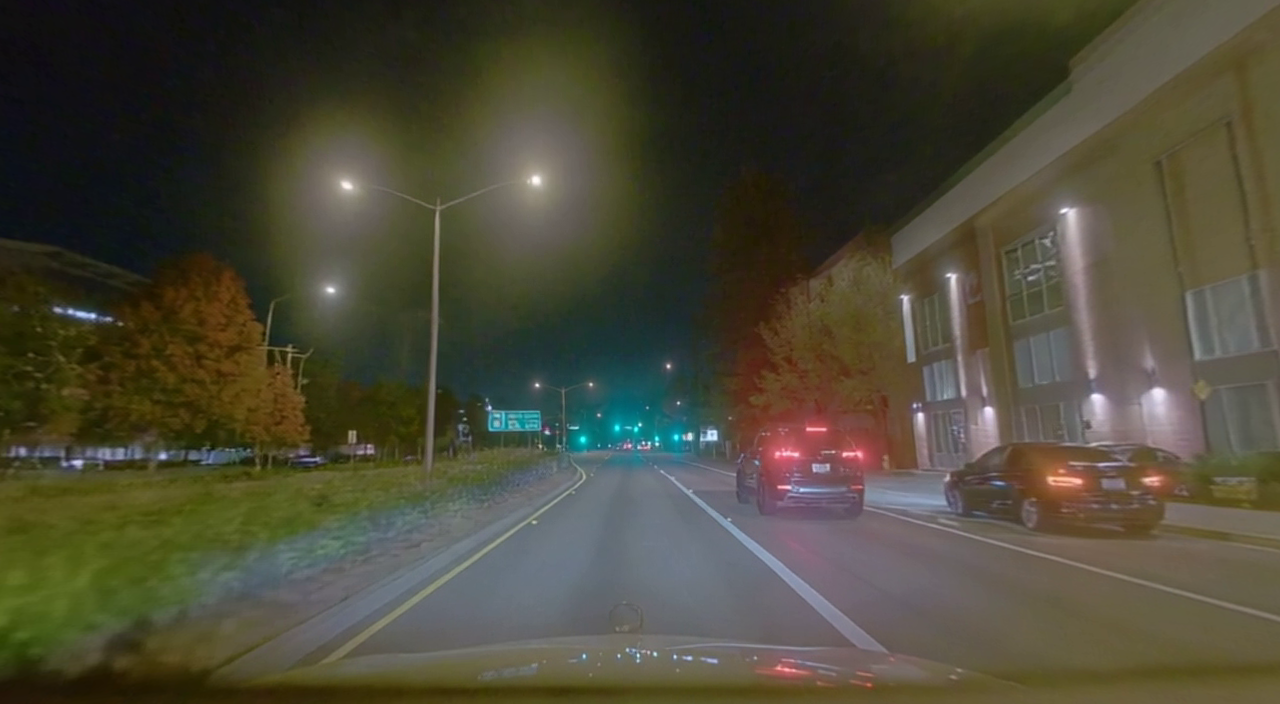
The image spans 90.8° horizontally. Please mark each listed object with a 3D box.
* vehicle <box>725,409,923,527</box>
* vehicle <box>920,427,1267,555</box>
[{"bbox_3d":[3.473,2.357,13.357,2.505,1.971,5.162,0,-9,-1],"label":"vehicle"},{"bbox_3d":[6.616,2.062,10.239,2.088,1.524,5.085,-1,-9,4],"label":"vehicle"}]
